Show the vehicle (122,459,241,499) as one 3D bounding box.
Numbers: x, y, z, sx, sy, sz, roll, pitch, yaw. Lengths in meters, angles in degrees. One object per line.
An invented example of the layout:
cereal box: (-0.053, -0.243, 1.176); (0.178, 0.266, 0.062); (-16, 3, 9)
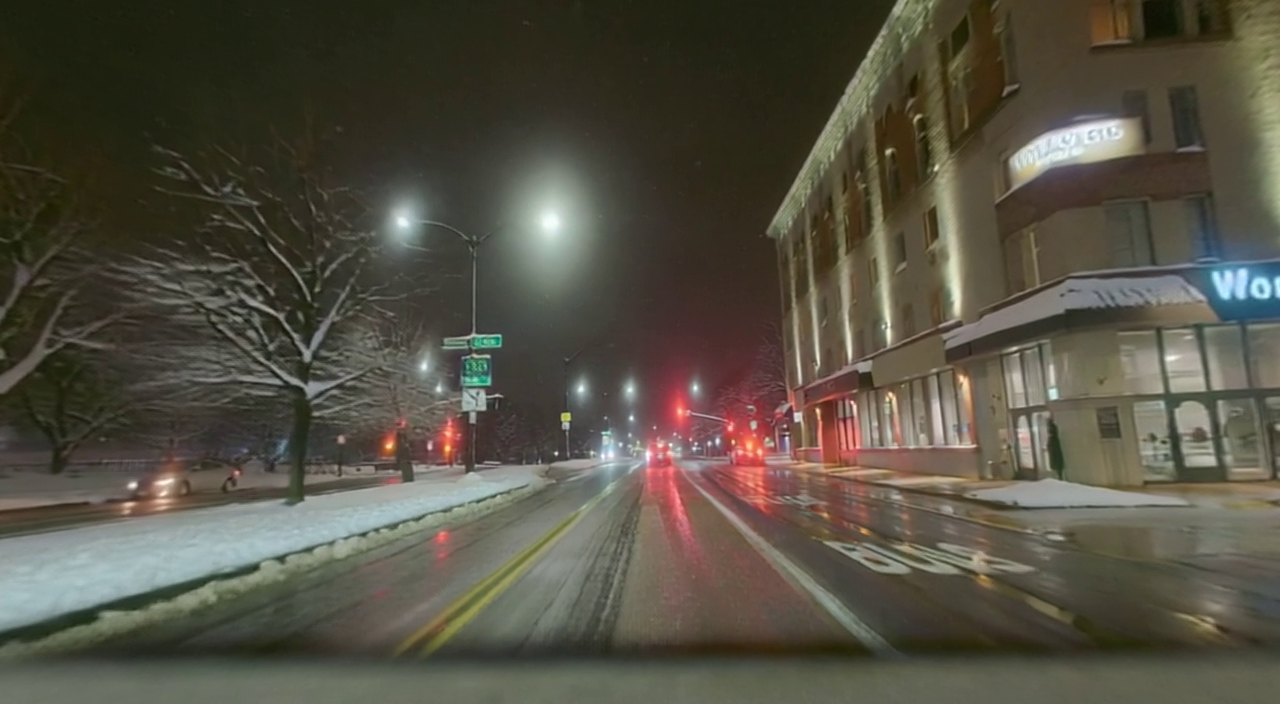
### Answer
vehicle: (-20.029, 5.548, 27.875); (1.840, 1.440, 4.442); (-3, -9, 2)
